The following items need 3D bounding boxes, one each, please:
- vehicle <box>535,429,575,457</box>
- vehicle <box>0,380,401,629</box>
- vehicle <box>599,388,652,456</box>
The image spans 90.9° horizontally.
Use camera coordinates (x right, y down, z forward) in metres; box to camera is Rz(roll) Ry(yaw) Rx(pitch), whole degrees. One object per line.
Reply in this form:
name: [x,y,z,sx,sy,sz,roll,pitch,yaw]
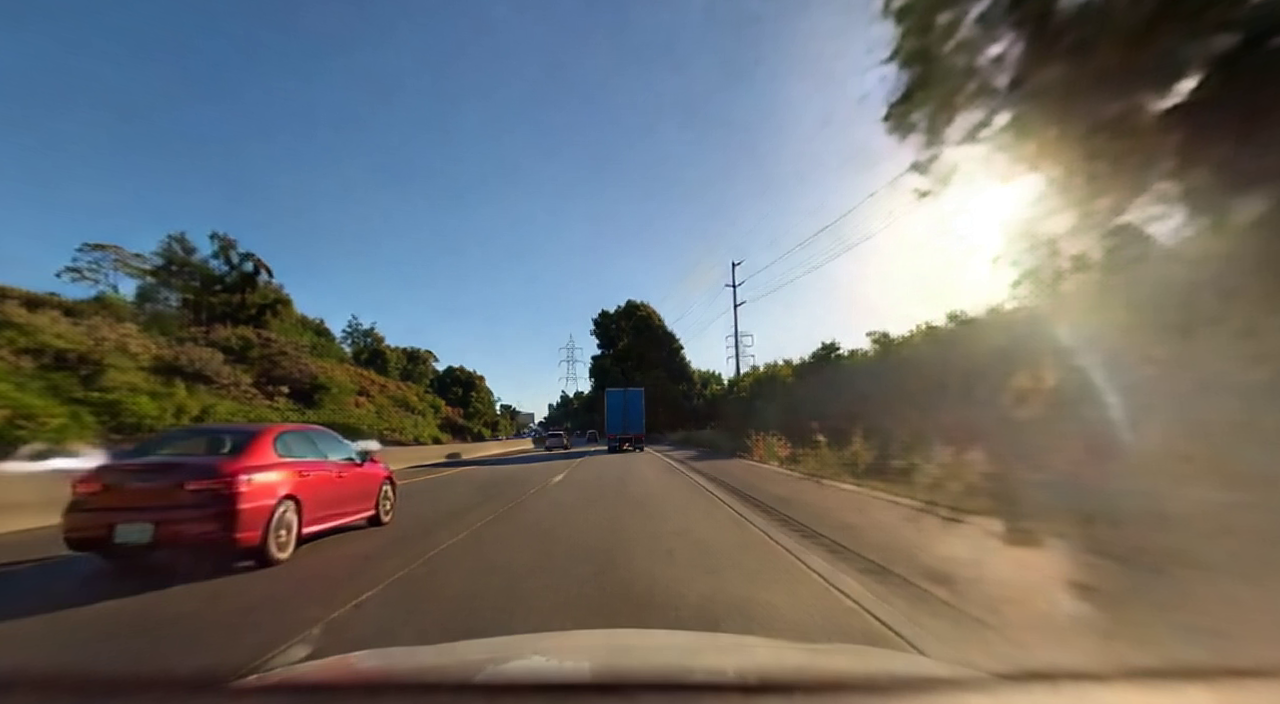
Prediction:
vehicle: [-5.048,5.466,38.084,1.934,1.549,4.194,0,-8,-2]
vehicle: [-4.351,1.290,6.417,2.117,1.618,4.480,0,-8,-1]
vehicle: [-0.955,4.597,40.666,2.955,3.851,9.915,0,-8,-1]
